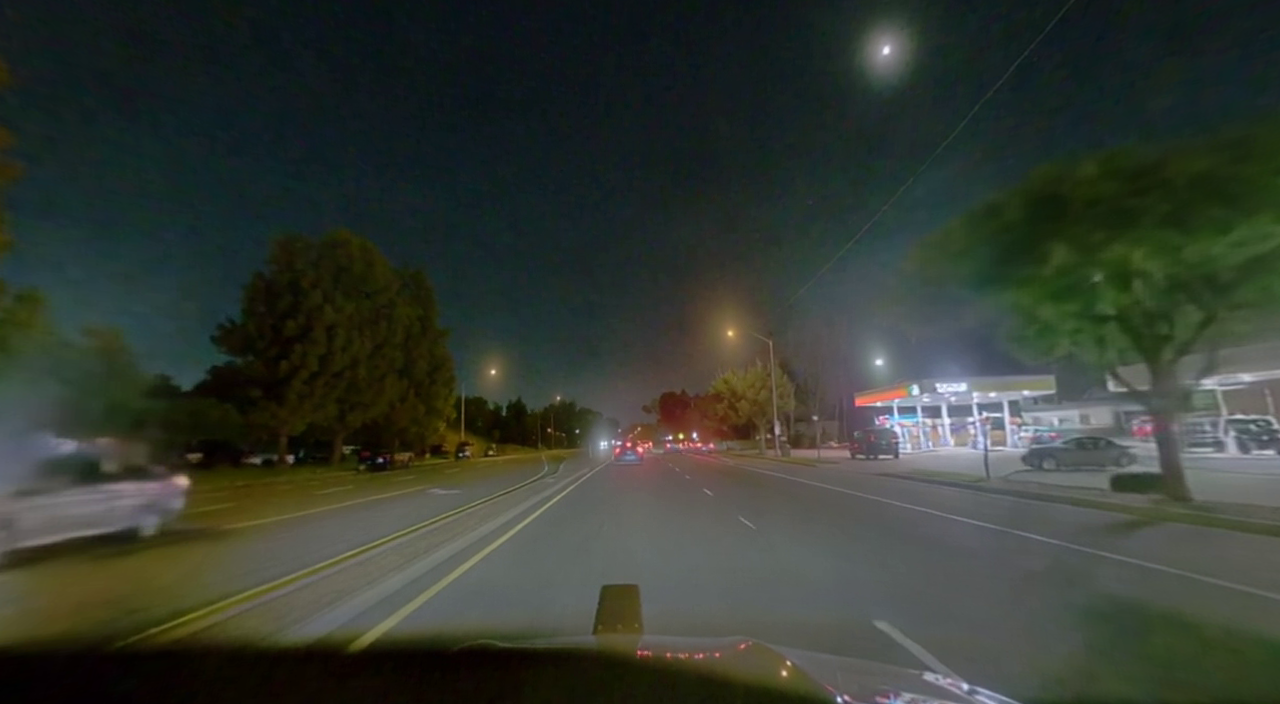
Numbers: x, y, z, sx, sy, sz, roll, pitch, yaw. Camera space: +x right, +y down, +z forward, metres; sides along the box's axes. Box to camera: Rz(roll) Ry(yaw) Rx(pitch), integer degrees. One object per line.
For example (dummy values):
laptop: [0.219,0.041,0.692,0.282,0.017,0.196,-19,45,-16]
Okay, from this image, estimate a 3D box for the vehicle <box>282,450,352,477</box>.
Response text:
vehicle: [-18.903,6.535,37.216,1.797,1.461,4.536,0,-8,0]

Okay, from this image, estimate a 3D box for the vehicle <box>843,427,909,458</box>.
vehicle: [15.269,5.908,41.264,2.368,1.868,4.724,0,-8,-1]

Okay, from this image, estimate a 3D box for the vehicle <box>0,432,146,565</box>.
vehicle: [-9.244,1.892,8.207,2.121,1.677,4.324,0,-8,0]

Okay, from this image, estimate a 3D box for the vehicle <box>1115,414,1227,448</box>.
vehicle: [33.627,5.100,40.274,2.355,2.034,5.438,0,-8,0]

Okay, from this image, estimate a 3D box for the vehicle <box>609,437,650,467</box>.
vehicle: [-0.552,5.326,33.739,2.052,1.488,3.779,0,-8,0]

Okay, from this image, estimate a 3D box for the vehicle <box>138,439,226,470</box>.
vehicle: [-31.928,7.150,44.159,4.384,2.079,2.066,1,-9,-4]

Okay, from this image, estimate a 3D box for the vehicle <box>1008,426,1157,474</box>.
vehicle: [15.252,3.423,22.175,2.001,1.479,4.696,0,-8,3]

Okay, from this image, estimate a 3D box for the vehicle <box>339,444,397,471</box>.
vehicle: [-18.908,7.351,44.126,2.004,1.758,4.594,0,-8,0]

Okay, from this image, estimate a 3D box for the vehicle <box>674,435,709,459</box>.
vehicle: [4.067,7.353,49.120,2.117,1.757,4.969,-2,-9,12]
